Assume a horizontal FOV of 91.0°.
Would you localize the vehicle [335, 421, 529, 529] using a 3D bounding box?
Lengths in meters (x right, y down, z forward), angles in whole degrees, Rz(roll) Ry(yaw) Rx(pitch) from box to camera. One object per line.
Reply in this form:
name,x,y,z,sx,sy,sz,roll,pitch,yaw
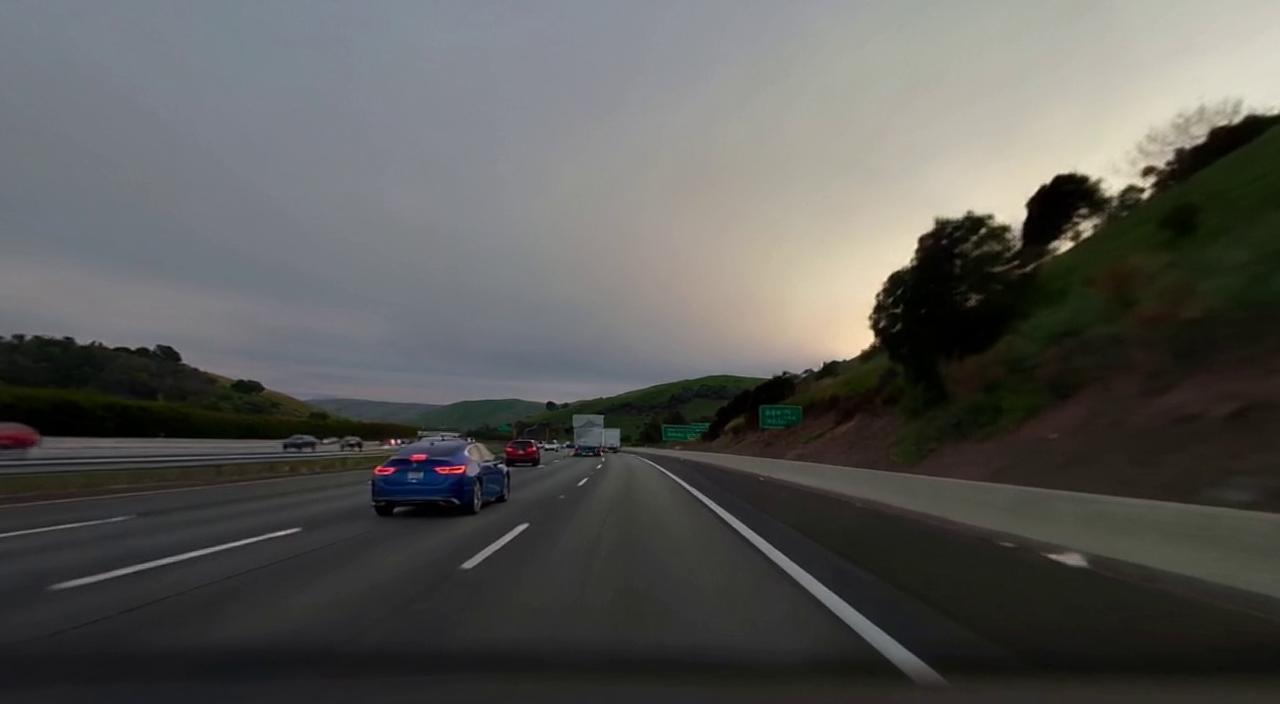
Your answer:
vehicle,-3.735,2.313,12.417,2.180,1.685,4.668,0,-9,0
